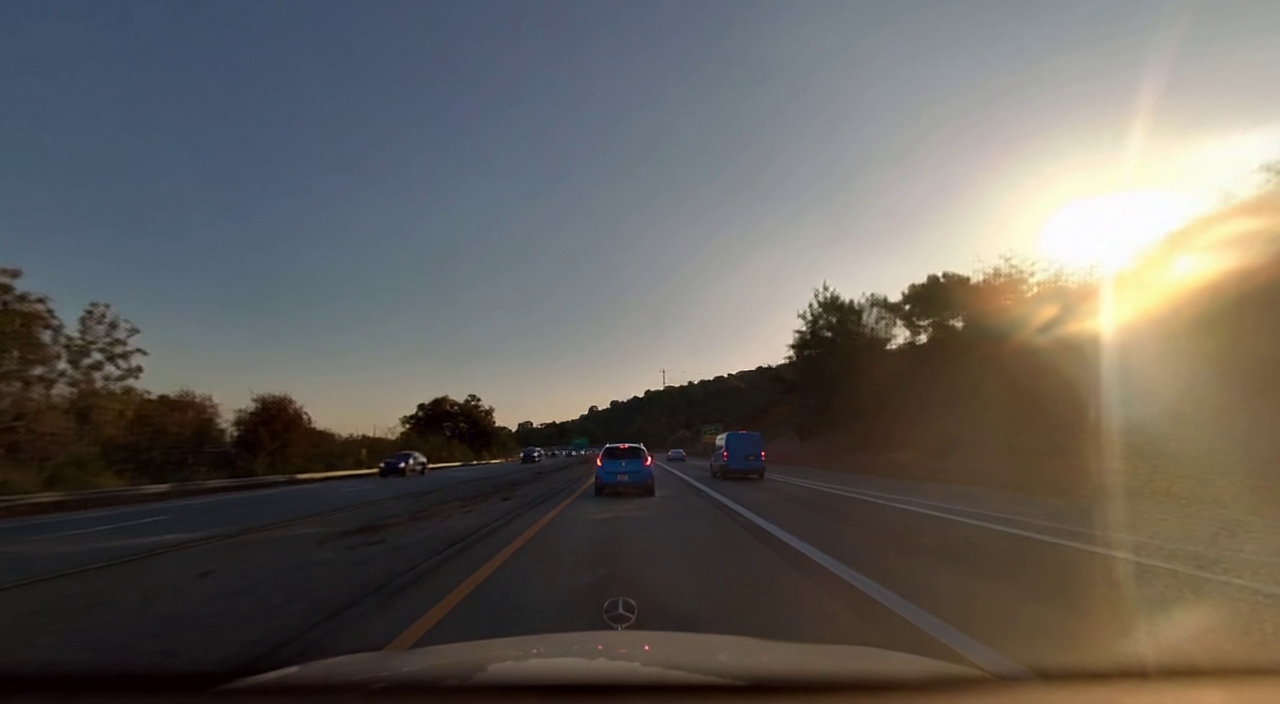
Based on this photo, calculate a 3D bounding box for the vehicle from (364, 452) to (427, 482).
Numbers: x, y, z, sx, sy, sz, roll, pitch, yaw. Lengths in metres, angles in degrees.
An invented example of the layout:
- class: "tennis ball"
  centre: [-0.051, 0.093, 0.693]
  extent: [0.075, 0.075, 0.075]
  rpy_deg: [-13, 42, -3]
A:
- class: "vehicle"
  centre: [-13.763, 6.488, 35.590]
  extent: [1.910, 1.517, 4.274]
  rpy_deg: [0, -9, -1]

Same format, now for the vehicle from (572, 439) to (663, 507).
- class: "vehicle"
  centre: [-0.504, 2.978, 15.799]
  extent: [2.029, 1.483, 3.769]
  rpy_deg: [0, -9, 0]

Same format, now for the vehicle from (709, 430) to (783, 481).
- class: "vehicle"
  centre: [4.404, 4.404, 26.934]
  extent: [2.261, 1.952, 4.784]
  rpy_deg: [0, -9, -1]
